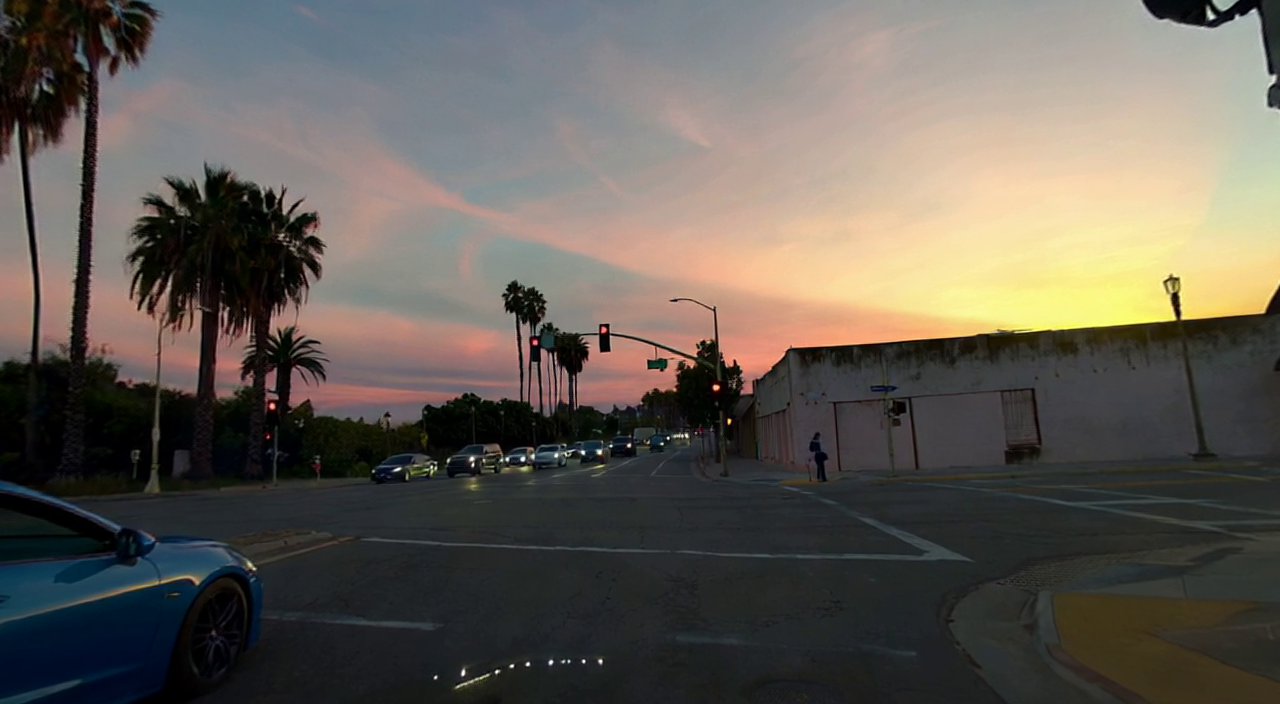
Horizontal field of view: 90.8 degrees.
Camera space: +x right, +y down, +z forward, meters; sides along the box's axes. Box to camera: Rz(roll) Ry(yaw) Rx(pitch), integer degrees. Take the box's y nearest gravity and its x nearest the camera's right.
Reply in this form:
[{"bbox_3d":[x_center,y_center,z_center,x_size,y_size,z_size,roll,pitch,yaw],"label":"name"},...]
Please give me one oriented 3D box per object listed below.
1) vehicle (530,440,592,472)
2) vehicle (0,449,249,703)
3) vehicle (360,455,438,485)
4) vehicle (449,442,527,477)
[{"bbox_3d":[-4.519,6.056,36.859,2.092,1.709,4.775,-2,-9,12],"label":"vehicle"},{"bbox_3d":[-3.683,1.021,2.250,1.850,1.325,4.295,0,-9,0],"label":"vehicle"},{"bbox_3d":[-12.637,6.216,33.524,1.880,1.440,4.418,-2,-9,9],"label":"vehicle"},{"bbox_3d":[-8.441,6.040,35.719,2.152,1.825,5.406,-2,-9,11],"label":"vehicle"}]
